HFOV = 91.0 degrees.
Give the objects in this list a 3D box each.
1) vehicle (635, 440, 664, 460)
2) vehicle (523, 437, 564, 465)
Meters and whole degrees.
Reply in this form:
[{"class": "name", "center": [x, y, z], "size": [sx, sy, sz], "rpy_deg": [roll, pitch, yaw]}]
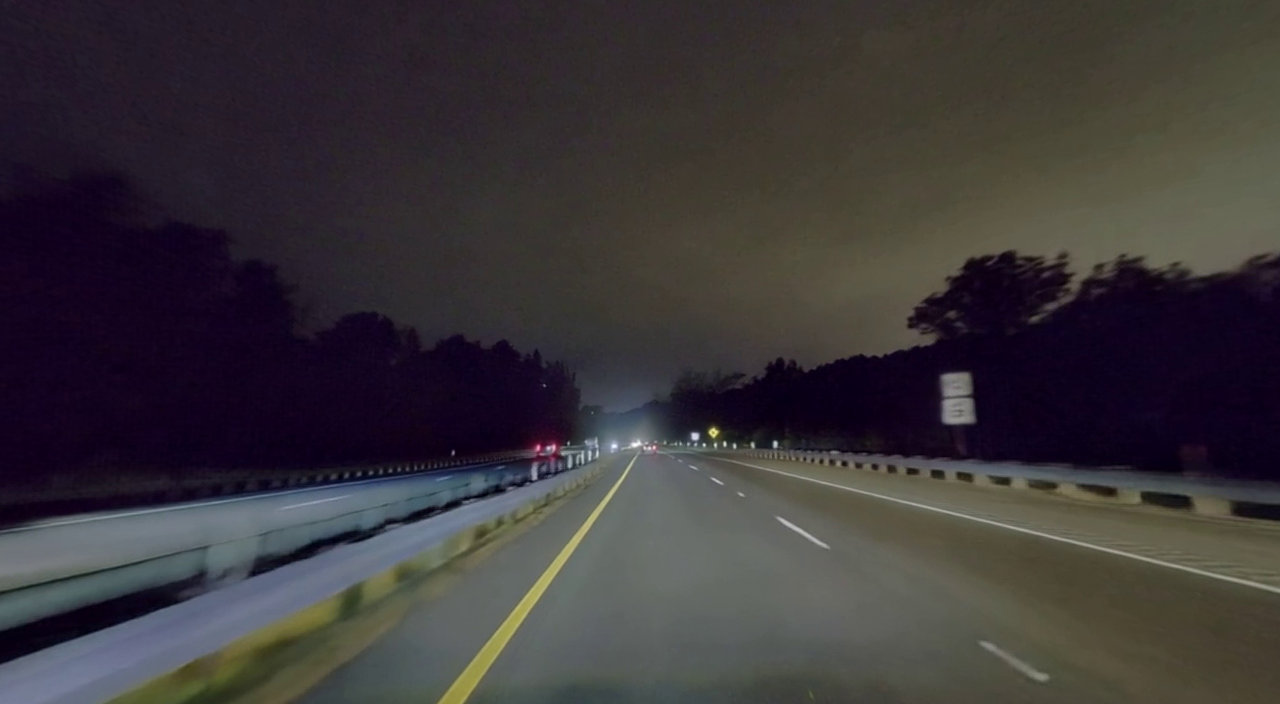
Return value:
[{"class": "vehicle", "center": [0.704, 7.378, 47.490], "size": [2.061, 1.469, 3.782], "rpy_deg": [0, -8, 1]}, {"class": "vehicle", "center": [-6.861, 7.040, 45.039], "size": [2.068, 1.897, 4.372], "rpy_deg": [0, -8, 2]}]
